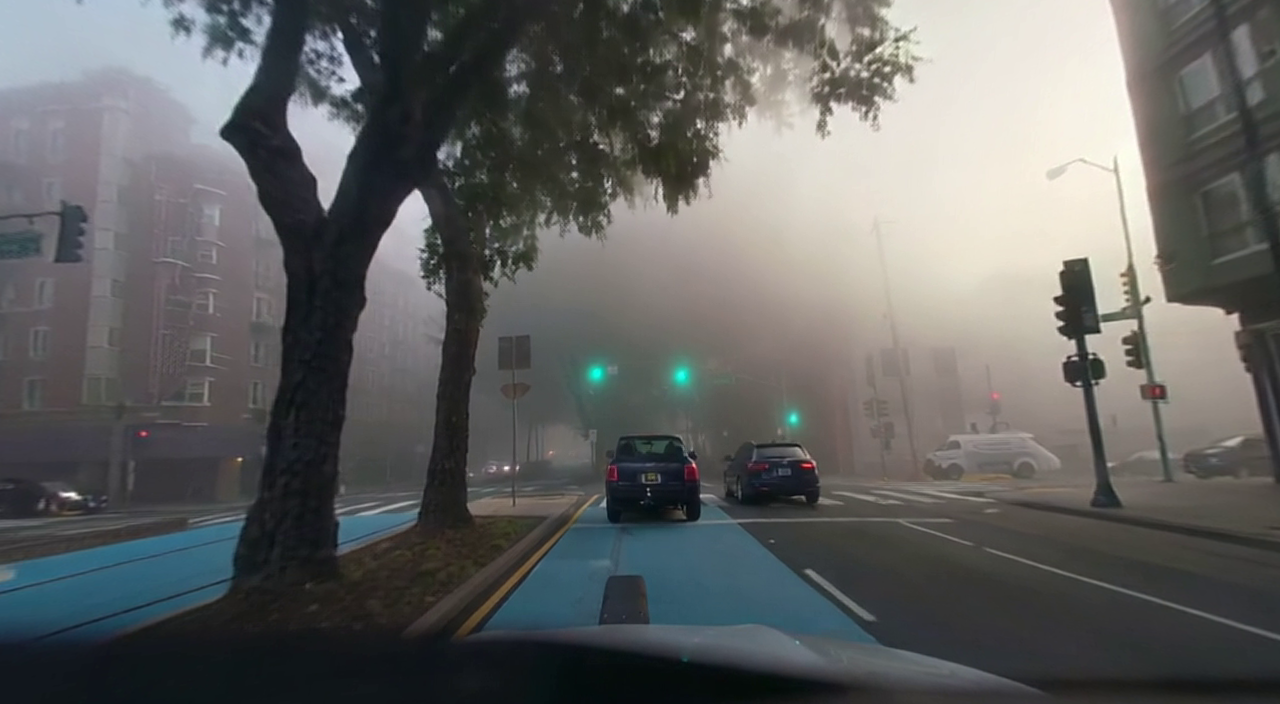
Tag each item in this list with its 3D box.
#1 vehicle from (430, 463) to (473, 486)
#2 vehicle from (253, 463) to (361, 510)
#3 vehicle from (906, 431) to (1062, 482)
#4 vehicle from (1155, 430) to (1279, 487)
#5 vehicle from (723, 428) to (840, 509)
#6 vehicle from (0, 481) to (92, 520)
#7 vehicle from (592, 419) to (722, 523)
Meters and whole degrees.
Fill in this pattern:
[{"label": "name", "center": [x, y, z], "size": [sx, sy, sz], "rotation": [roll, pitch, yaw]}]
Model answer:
[{"label": "vehicle", "center": [-13.999, 9.152, 47.169], "size": [1.856, 1.521, 4.309], "rotation": [0, -9, 0]}, {"label": "vehicle", "center": [-13.582, 5.471, 26.059], "size": [2.035, 1.619, 4.327], "rotation": [0, -9, 1]}, {"label": "vehicle", "center": [14.183, 4.362, 26.324], "size": [5.156, 2.005, 2.122], "rotation": [-1, -9, 6]}, {"label": "vehicle", "center": [18.837, 3.250, 19.371], "size": [4.248, 1.642, 1.961], "rotation": [0, -9, 0]}, {"label": "vehicle", "center": [3.362, 2.864, 15.868], "size": [1.939, 1.746, 4.091], "rotation": [0, -9, -1]}, {"label": "vehicle", "center": [-27.716, 6.796, 28.921], "size": [3.416, 1.466, 1.840], "rotation": [1, -7, 0]}, {"label": "vehicle", "center": [0.283, 2.344, 12.869], "size": [2.209, 1.748, 4.130], "rotation": [0, -9, 0]}]
